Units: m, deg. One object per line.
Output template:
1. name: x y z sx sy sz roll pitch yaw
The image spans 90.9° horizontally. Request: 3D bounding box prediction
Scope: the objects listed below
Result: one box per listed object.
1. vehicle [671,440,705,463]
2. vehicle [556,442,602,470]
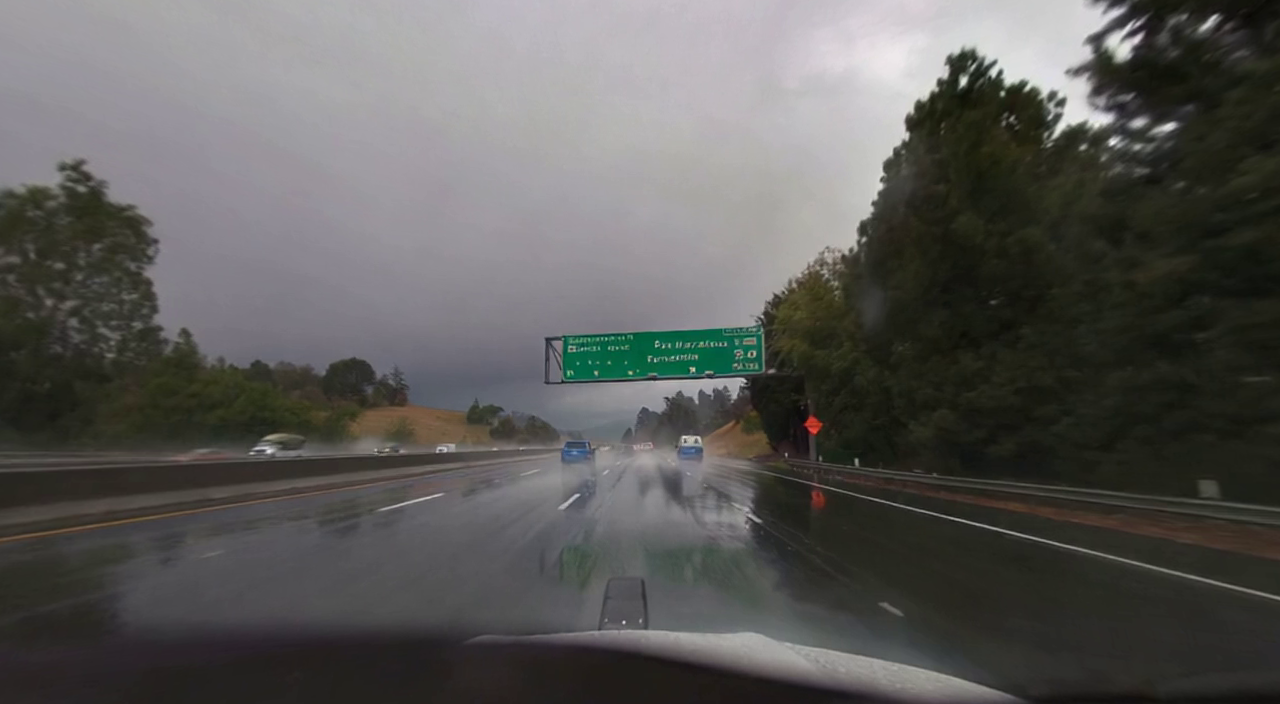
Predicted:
1. vehicle: 3.591 7.557 48.066 2.168 1.681 4.279 0 -8 0
2. vehicle: -3.537 6.103 37.337 2.159 1.562 4.441 0 -8 1
